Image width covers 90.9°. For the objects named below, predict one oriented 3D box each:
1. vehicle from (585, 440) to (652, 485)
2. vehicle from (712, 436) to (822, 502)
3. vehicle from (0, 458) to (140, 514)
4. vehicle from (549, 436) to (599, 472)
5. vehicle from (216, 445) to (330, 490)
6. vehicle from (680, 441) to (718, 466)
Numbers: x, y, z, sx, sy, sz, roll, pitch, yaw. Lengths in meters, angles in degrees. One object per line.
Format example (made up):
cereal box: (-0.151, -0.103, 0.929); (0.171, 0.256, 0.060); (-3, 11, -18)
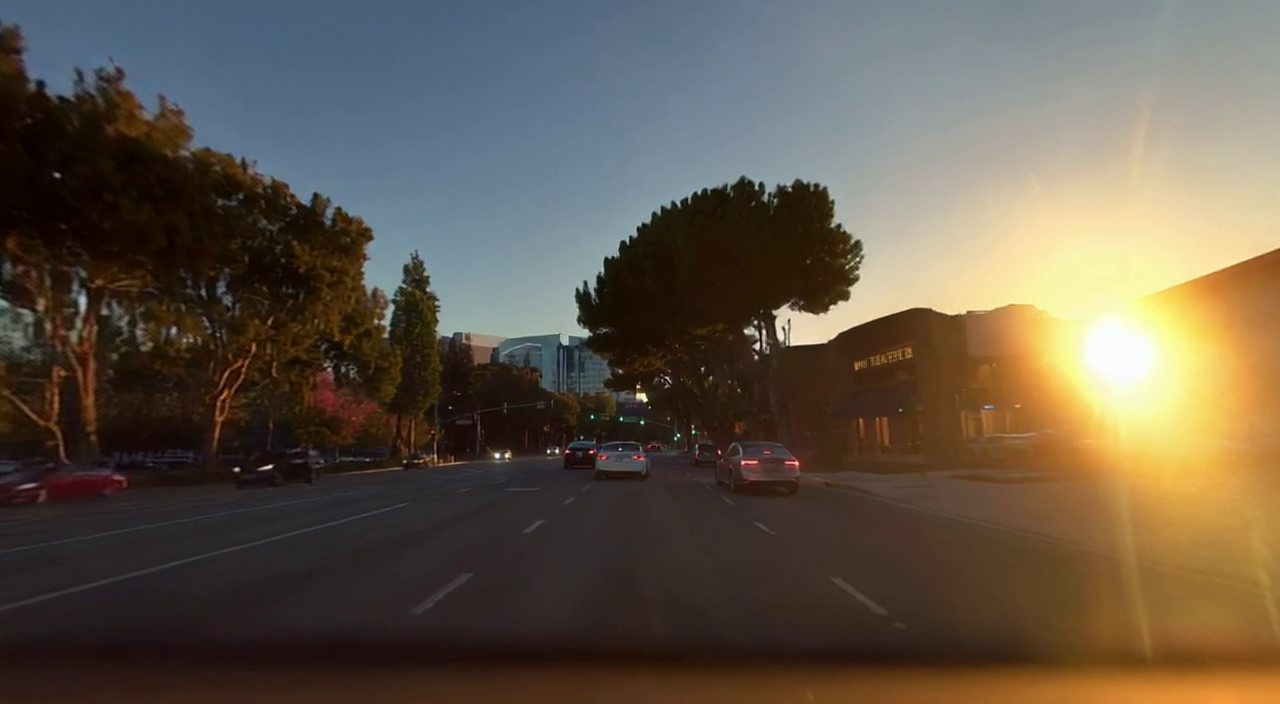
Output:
vehicle: (-0.663, 3.877, 22.426); (1.971, 1.433, 3.923); (-1, -9, 4)
vehicle: (3.171, 3.016, 16.686); (1.948, 1.474, 4.360); (0, -9, -1)
vehicle: (-19.278, 4.278, 20.584); (1.984, 1.481, 4.752); (0, -9, 0)
vehicle: (-3.325, 5.264, 32.824); (2.023, 1.720, 4.452); (-1, -9, 1)
vehicle: (-15.267, 4.798, 26.580); (1.957, 1.732, 4.568); (0, -9, 1)
vehicle: (3.695, 6.449, 40.244); (1.913, 1.463, 4.198); (0, -9, -1)
